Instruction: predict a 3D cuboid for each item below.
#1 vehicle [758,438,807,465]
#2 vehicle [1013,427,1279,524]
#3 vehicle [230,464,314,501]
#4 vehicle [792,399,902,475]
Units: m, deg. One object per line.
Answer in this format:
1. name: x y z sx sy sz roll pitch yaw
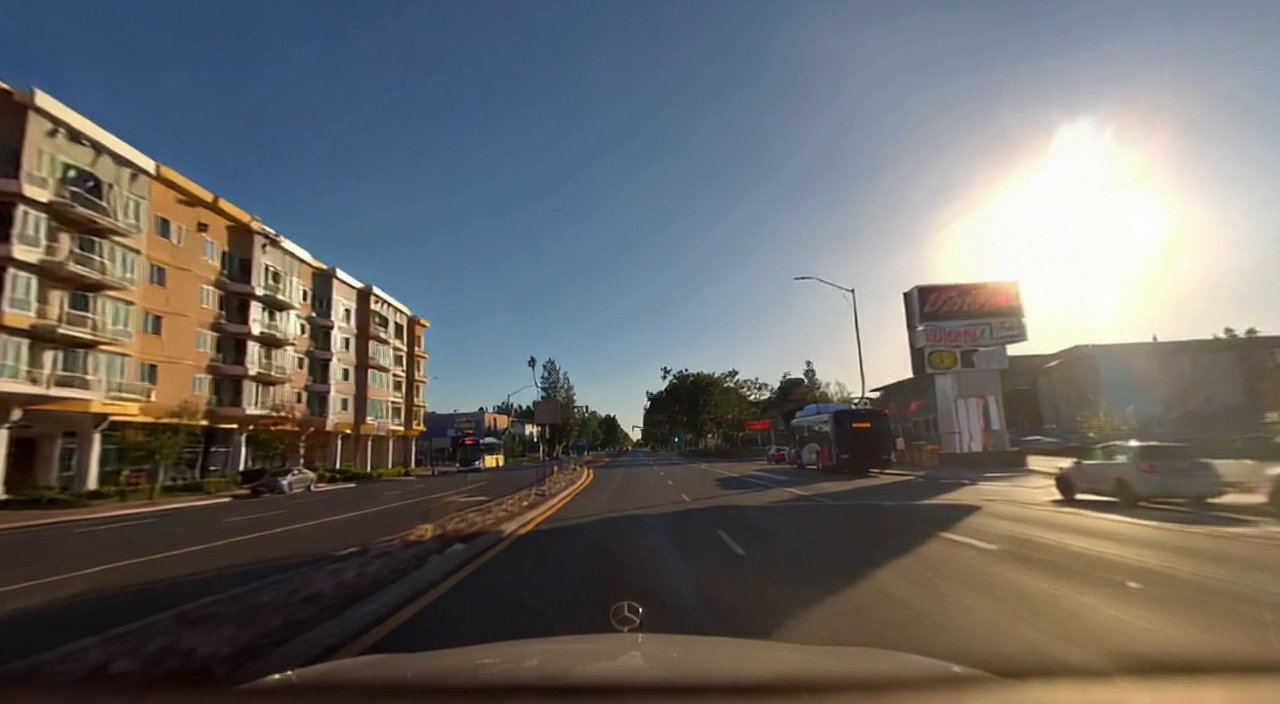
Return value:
1. vehicle: 9.727 6.859 43.648 2.147 1.781 5.063 0 -9 -1
2. vehicle: 10.024 2.305 12.465 2.023 1.494 5.029 0 -9 -3
3. vehicle: -19.552 6.926 33.810 1.984 1.578 4.507 -3 -8 -2
4. vehicle: 9.787 4.210 30.901 2.923 3.249 6.993 0 -9 0
